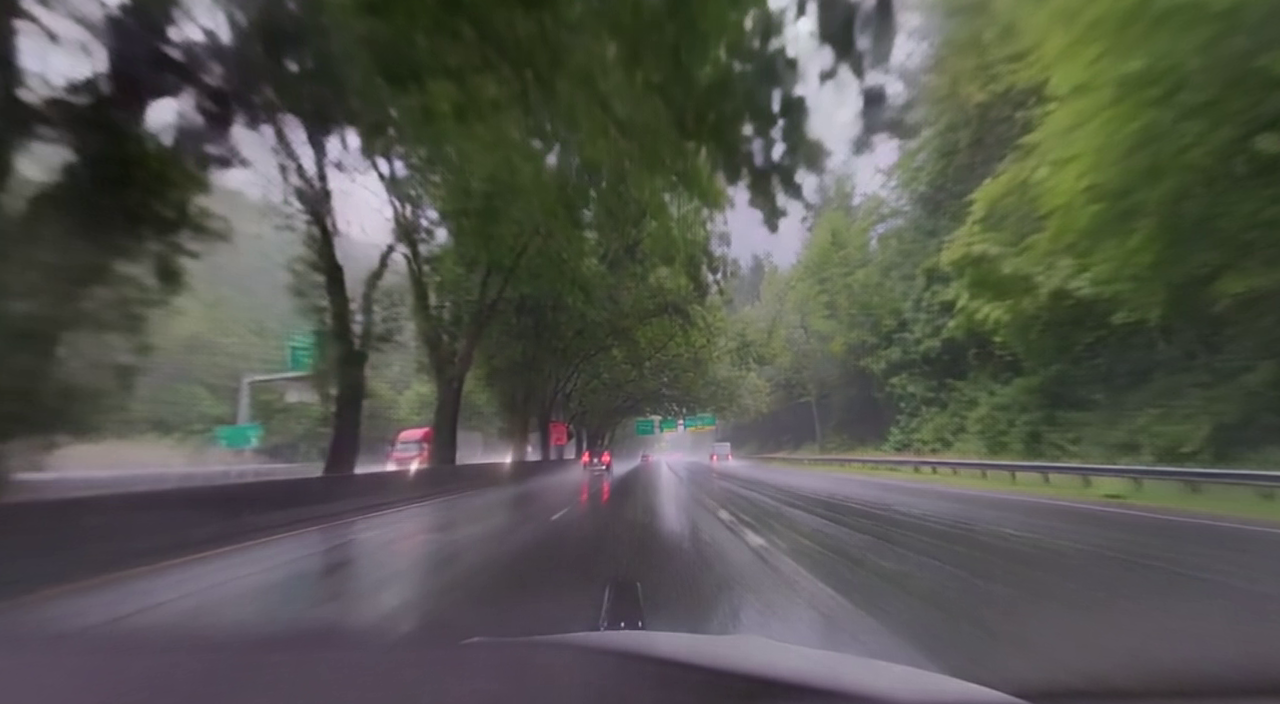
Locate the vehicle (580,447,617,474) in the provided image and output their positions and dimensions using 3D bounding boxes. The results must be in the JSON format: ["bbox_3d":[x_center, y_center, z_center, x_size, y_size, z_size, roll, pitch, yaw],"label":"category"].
[{"bbox_3d":[-2.688,7.174,41.866,2.086,1.650,4.122,0,-9,2],"label":"vehicle"}]
